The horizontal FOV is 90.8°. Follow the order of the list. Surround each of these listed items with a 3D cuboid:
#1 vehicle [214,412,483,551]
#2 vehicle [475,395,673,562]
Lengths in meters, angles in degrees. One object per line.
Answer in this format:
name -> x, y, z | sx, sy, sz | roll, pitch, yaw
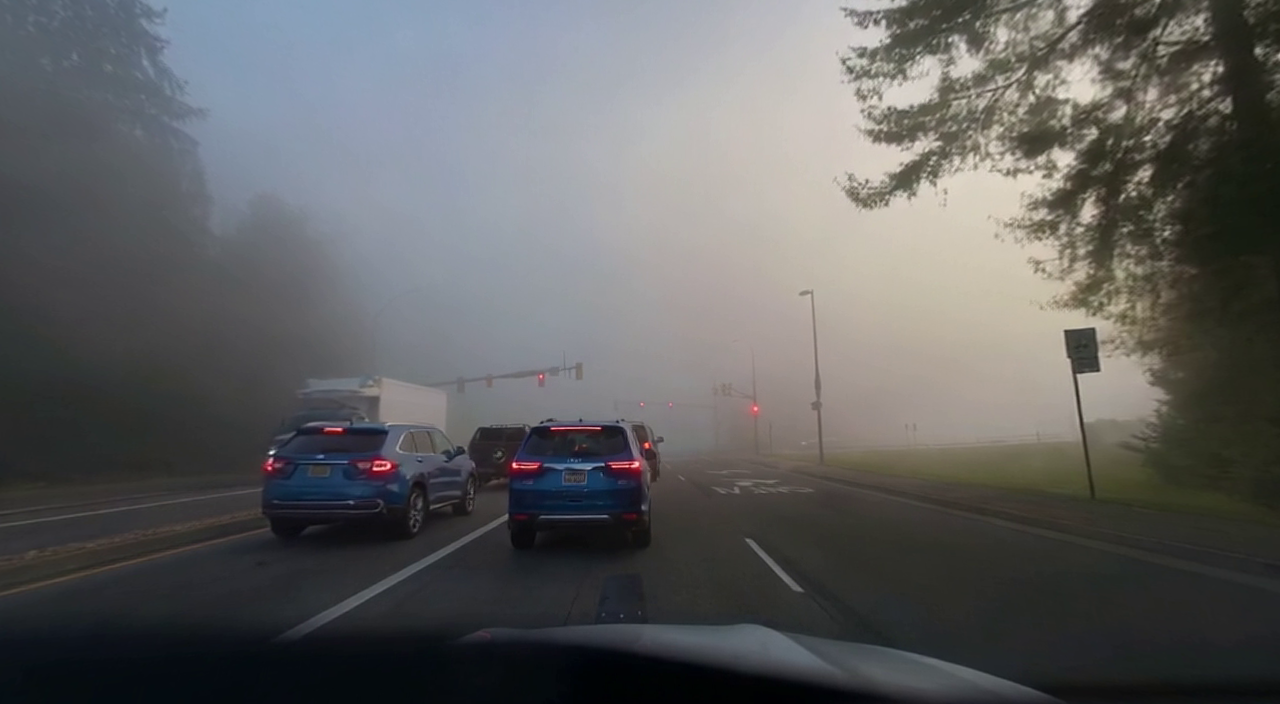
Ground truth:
vehicle -> -4.112, 1.896, 9.962 | 2.009, 1.673, 4.454 | 0, -8, 2
vehicle -> -0.654, 1.727, 9.411 | 2.131, 1.793, 5.016 | 0, -8, 1
